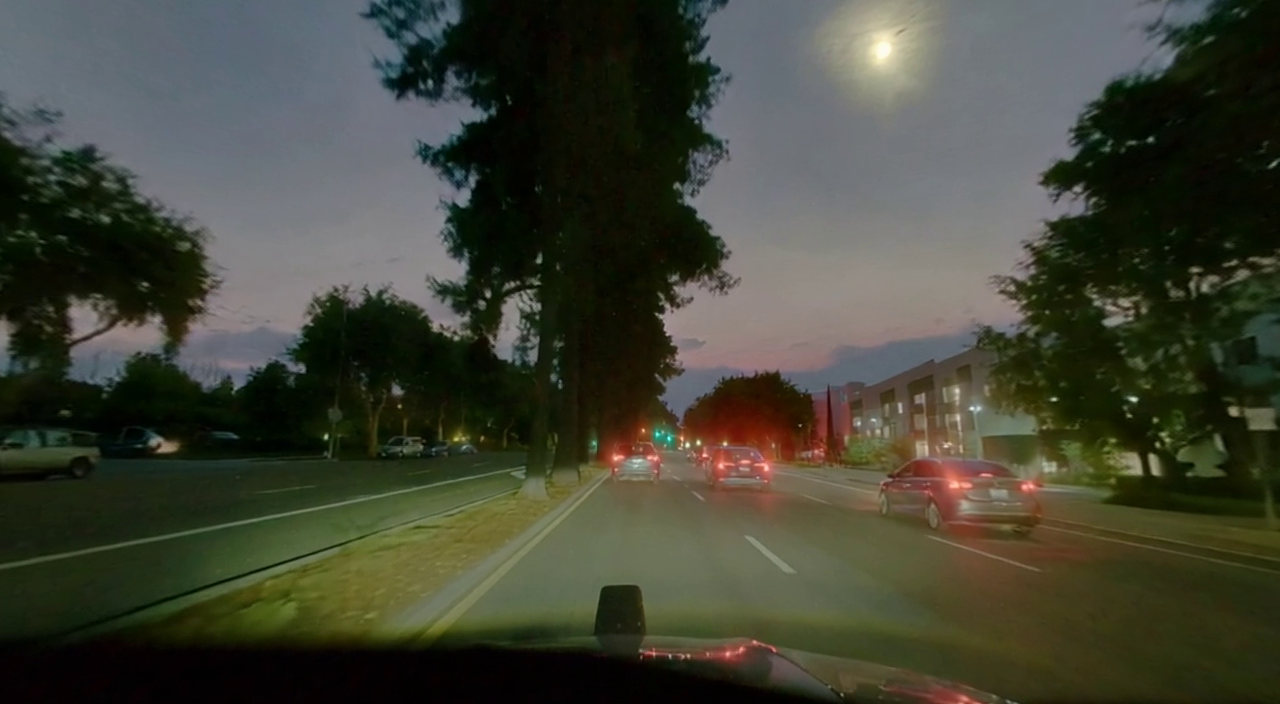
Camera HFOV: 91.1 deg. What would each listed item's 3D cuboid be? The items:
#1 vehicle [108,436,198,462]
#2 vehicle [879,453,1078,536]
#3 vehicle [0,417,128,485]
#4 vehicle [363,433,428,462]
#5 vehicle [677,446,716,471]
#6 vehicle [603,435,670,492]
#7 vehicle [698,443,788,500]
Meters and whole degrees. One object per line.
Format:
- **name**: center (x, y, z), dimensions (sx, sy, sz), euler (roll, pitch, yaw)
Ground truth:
- **vehicle**: center (-28.678, 5.721, 37.153), dimensions (1.867, 1.420, 4.409), euler (0, -8, -1)
- **vehicle**: center (7.098, 2.984, 13.816), dimensions (1.944, 1.458, 4.268), euler (0, -8, -1)
- **vehicle**: center (-18.676, 2.932, 18.635), dimensions (2.094, 1.863, 5.694), euler (0, -8, 0)
- **vehicle**: center (-18.672, 7.341, 48.359), dimensions (2.226, 2.019, 6.809), euler (0, -8, 1)
- **vehicle**: center (3.561, 6.778, 40.177), dimensions (2.012, 1.462, 4.163), euler (0, -8, -1)
- **vehicle**: center (-0.097, 3.651, 20.905), dimensions (2.008, 1.674, 4.239), euler (0, -8, 0)
- **vehicle**: center (2.985, 3.541, 19.123), dimensions (1.932, 1.510, 4.168), euler (0, -8, -1)
